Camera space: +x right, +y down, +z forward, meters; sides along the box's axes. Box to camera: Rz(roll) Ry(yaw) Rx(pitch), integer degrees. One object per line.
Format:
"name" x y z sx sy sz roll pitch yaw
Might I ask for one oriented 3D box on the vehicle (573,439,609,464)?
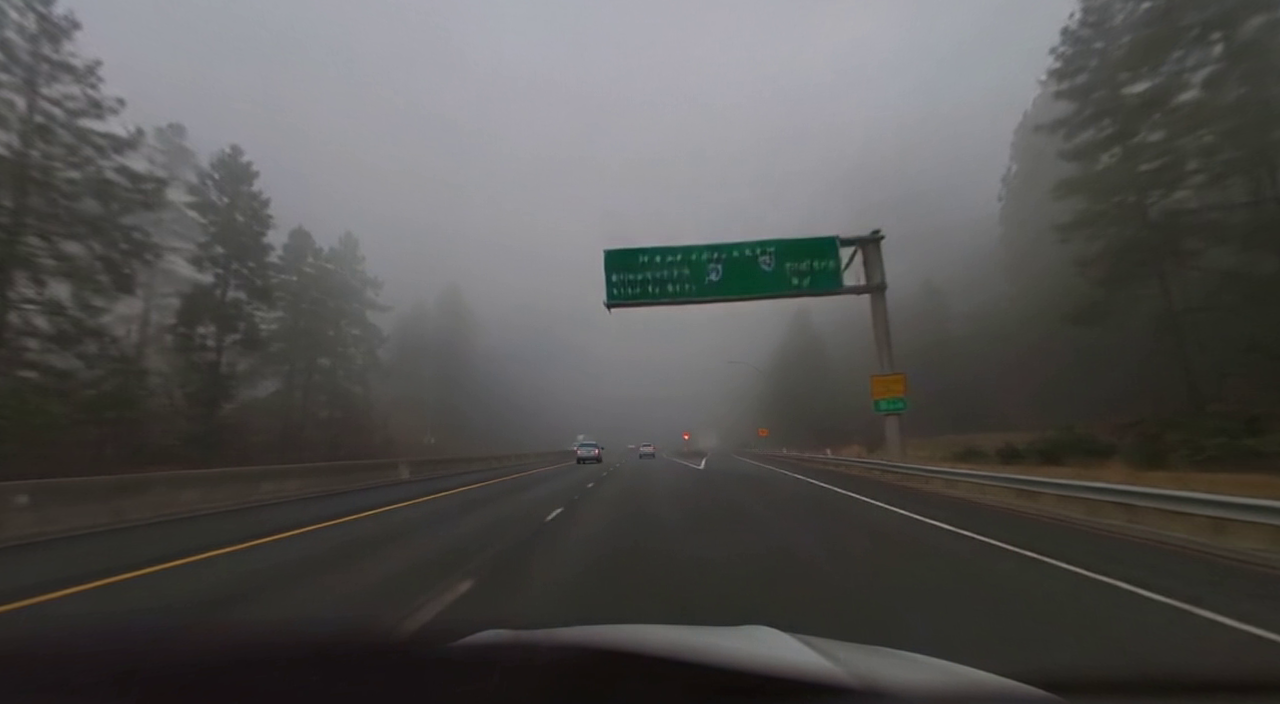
"vehicle" -3.491 7.207 45.789 2.129 1.742 4.217 0 -8 2
